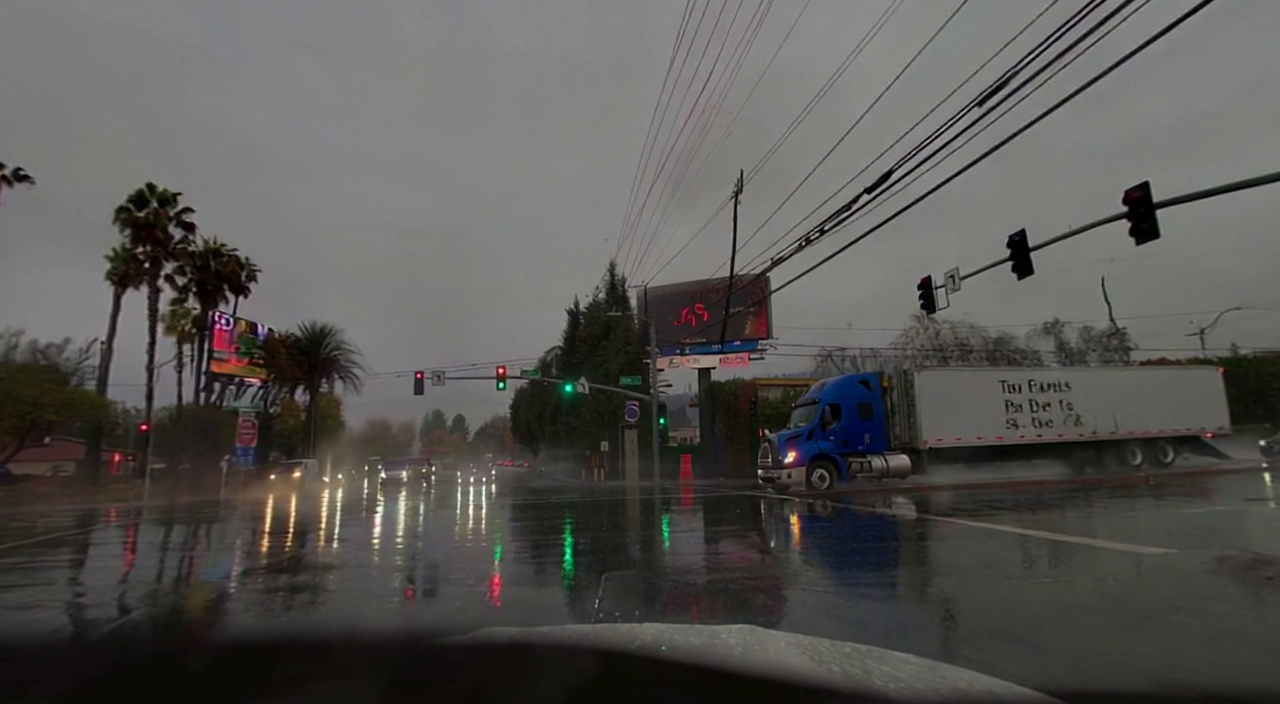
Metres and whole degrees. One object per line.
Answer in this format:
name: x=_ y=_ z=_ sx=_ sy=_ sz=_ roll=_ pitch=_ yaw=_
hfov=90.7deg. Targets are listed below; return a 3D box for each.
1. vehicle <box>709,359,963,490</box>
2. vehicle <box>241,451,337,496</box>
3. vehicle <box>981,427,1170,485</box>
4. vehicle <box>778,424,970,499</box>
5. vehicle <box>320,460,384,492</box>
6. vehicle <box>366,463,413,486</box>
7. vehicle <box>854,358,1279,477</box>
vehicle: x=6.951 y=2.669 z=23.162 sx=8.167 sy=4.352 sz=3.029 roll=1 pitch=-9 yaw=-10
vehicle: x=-22.468 y=7.739 z=40.933 sx=2.989 sy=2.573 sz=6.053 roll=0 pitch=-9 yaw=-3
vehicle: x=14.259 y=3.430 z=20.866 sx=4.958 sy=1.510 sz=1.949 roll=-2 pitch=-10 yaw=-9
vehicle: x=7.261 y=3.425 z=19.930 sx=5.079 sy=1.893 sz=2.200 roll=-2 pitch=-10 yaw=-10
vehicle: x=-18.041 y=7.732 z=39.908 sx=2.028 sy=1.744 sz=4.876 roll=0 pitch=-9 yaw=-5
vehicle: x=-18.965 y=9.263 z=48.091 sx=1.834 sy=1.521 sz=4.970 roll=0 pitch=-9 yaw=-4
vehicle: x=17.207 y=2.631 z=24.973 sx=17.071 sy=4.151 sz=2.876 roll=1 pitch=-9 yaw=-10
